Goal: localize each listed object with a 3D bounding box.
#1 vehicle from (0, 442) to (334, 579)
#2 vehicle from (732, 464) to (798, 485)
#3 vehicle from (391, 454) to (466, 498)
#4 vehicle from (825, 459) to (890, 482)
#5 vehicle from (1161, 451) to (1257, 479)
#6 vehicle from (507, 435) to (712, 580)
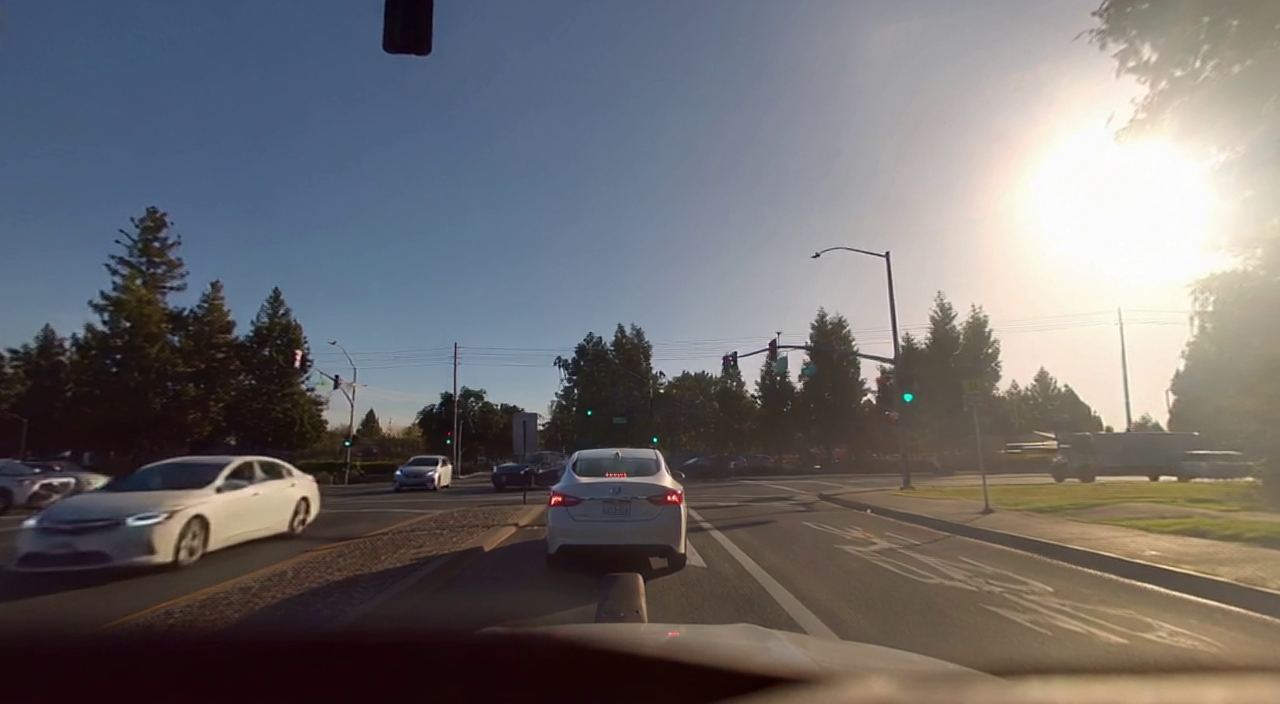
[{"bbox_3d":[-6.437,2.063,9.174,2.073,1.459,4.495,1,-9,-5],"label":"vehicle"},{"bbox_3d":[9.085,8.908,46.070,4.254,1.359,1.895,2,-9,-16],"label":"vehicle"},{"bbox_3d":[-8.399,4.918,25.551,2.078,1.534,4.646,1,-9,-9],"label":"vehicle"},{"bbox_3d":[16.518,8.998,48.085,4.337,1.637,1.860,2,-9,-16],"label":"vehicle"},{"bbox_3d":[32.658,6.479,36.266,4.601,1.485,1.929,3,-9,-18],"label":"vehicle"},{"bbox_3d":[-0.347,1.926,8.706,2.112,1.479,4.264,0,-9,-1],"label":"vehicle"}]
